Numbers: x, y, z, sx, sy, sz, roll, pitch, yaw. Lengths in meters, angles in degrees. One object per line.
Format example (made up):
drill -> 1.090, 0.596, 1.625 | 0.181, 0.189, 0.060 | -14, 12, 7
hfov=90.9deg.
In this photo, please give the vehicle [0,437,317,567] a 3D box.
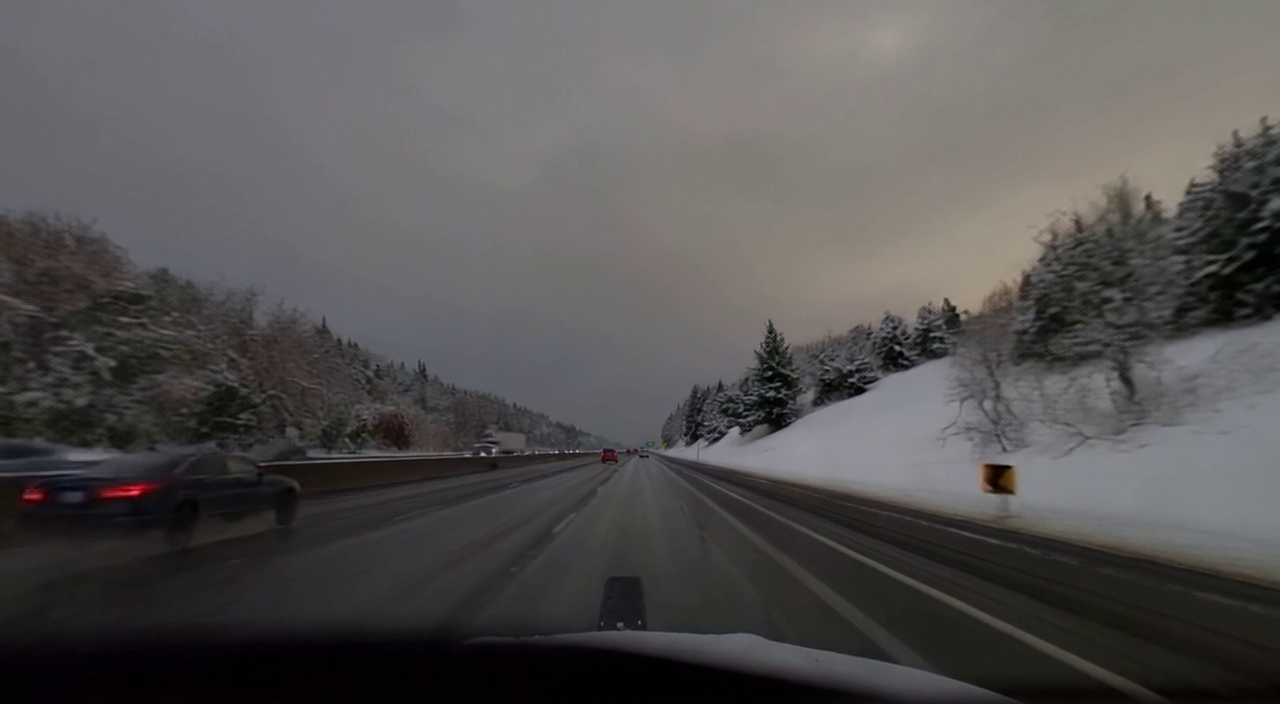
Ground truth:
vehicle -> -6.995, 2.072, 9.473 | 1.966, 1.476, 4.240 | 0, -9, 1
